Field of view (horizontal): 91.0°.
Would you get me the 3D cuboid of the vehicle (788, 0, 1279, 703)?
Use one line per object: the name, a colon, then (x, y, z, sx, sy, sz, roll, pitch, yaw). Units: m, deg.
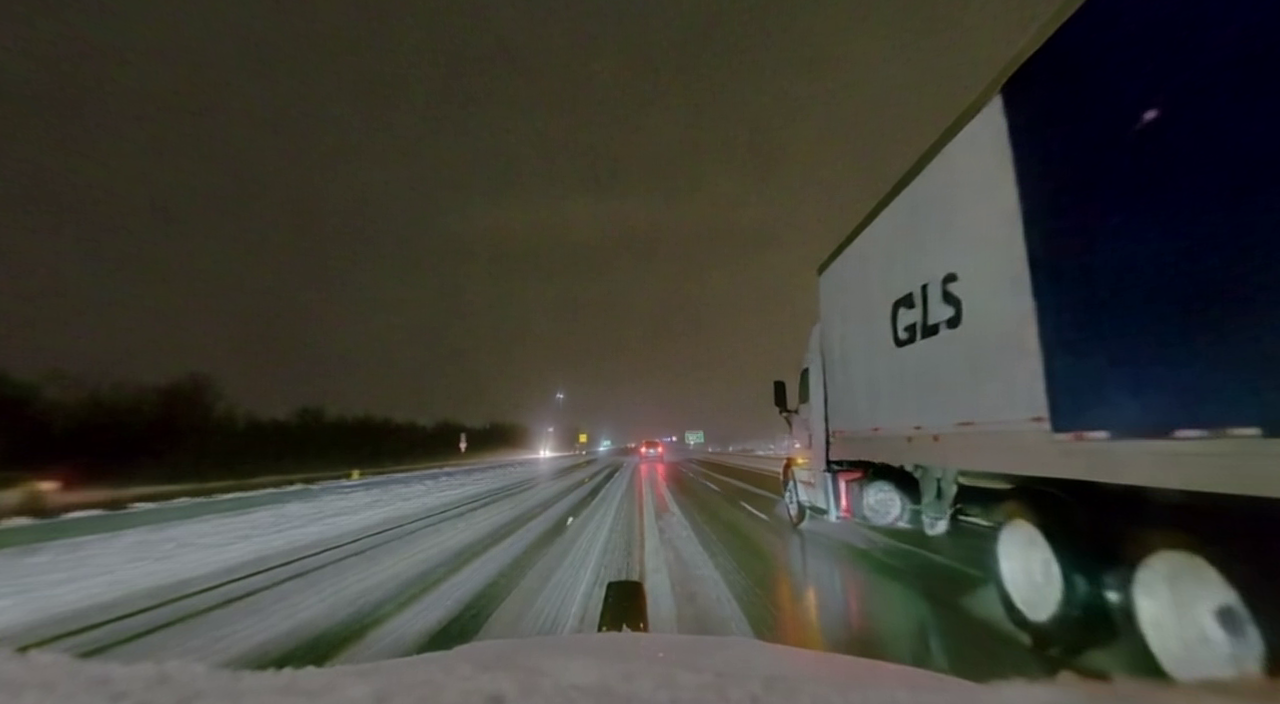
vehicle: (4.093, 0.162, 5.479, 3.027, 3.903, 10.307, 0, -8, 0)

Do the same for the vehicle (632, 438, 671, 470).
vehicle: (0.611, 5.630, 34.861, 2.050, 1.654, 4.192, 0, -8, 0)
